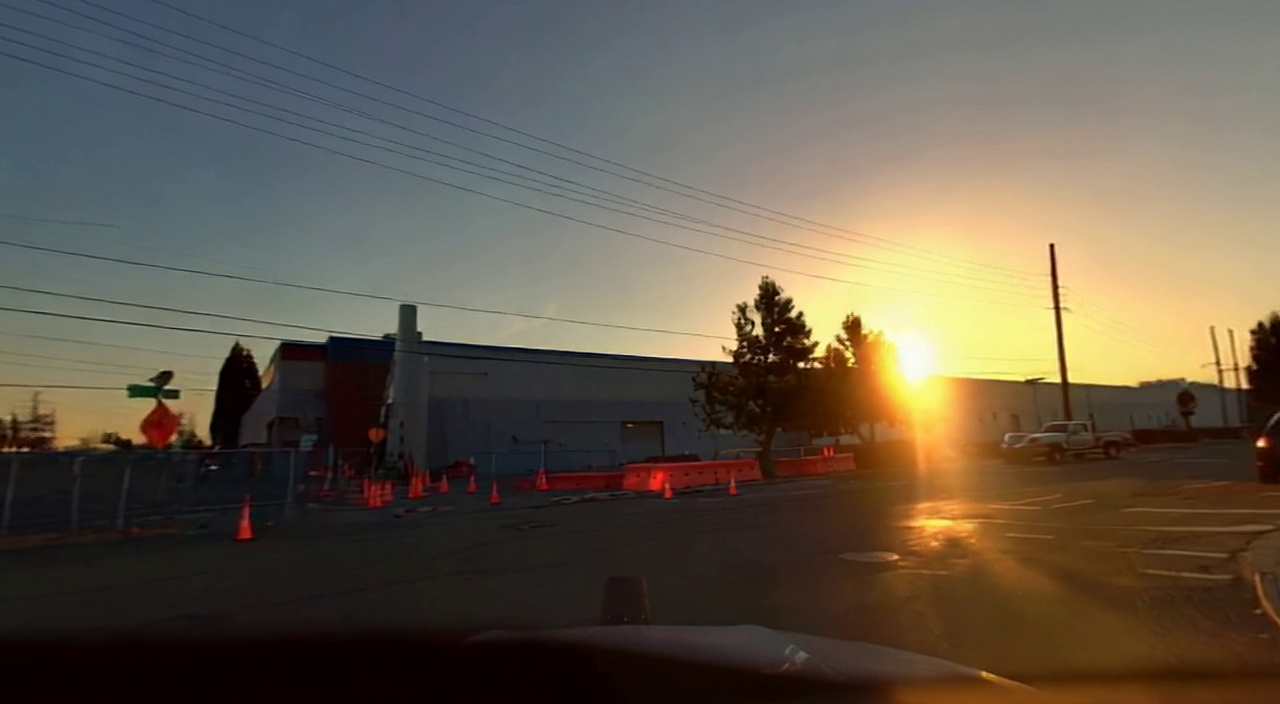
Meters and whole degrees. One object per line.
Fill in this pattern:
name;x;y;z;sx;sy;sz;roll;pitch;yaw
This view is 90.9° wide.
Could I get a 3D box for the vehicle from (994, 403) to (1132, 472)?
vehicle;22.190;4.525;32.888;8.300;3.218;2.790;6;-12;-34
